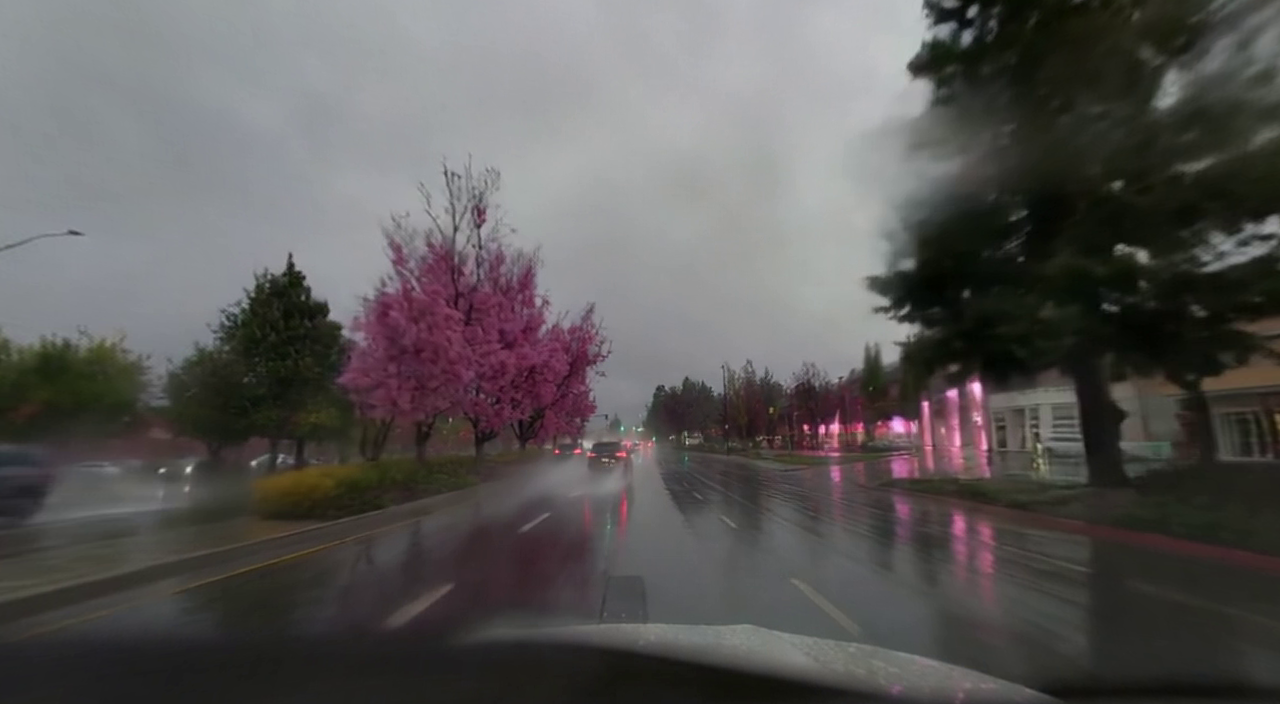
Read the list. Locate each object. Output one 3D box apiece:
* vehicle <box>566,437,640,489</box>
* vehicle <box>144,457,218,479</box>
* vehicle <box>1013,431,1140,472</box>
[{"bbox_3d":[-1.206,3.959,22.783,2.149,1.701,4.379,0,-8,4],"label":"vehicle"},{"bbox_3d":[-34.466,8.736,47.323,1.918,1.457,4.594,0,-8,4],"label":"vehicle"},{"bbox_3d":[23.065,5.312,33.605,2.265,1.904,6.201,-1,-9,0],"label":"vehicle"}]
